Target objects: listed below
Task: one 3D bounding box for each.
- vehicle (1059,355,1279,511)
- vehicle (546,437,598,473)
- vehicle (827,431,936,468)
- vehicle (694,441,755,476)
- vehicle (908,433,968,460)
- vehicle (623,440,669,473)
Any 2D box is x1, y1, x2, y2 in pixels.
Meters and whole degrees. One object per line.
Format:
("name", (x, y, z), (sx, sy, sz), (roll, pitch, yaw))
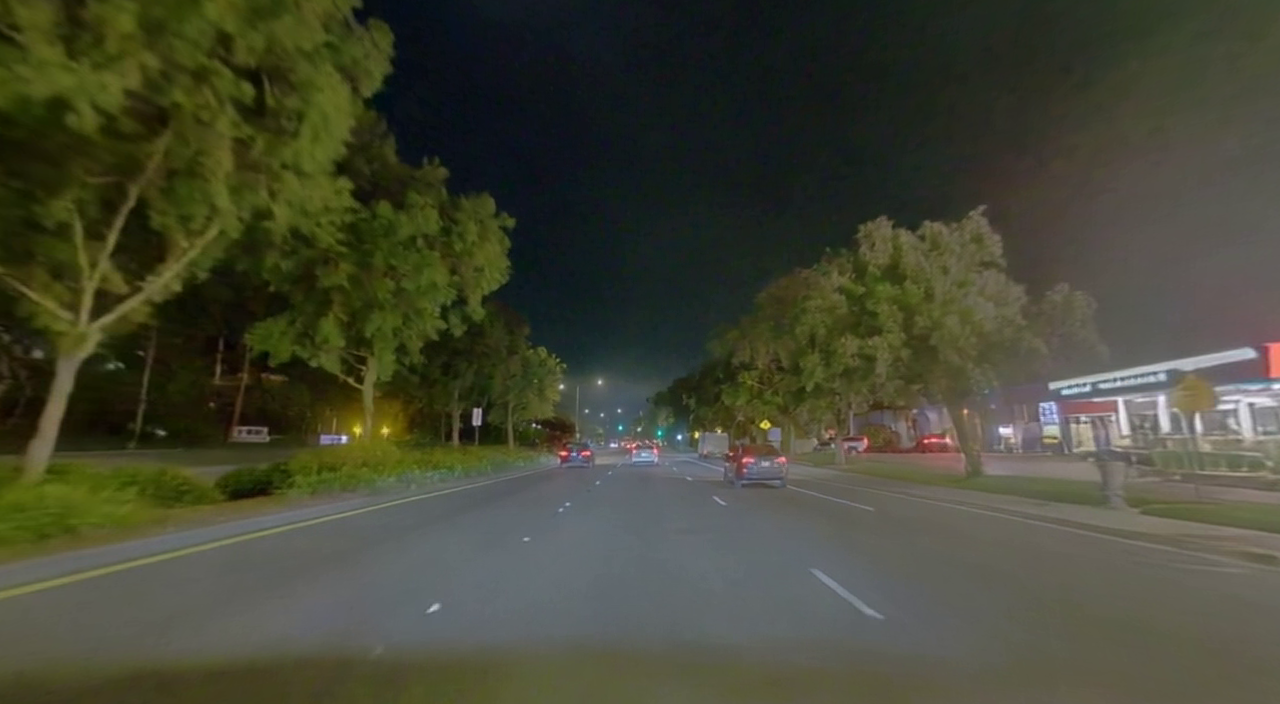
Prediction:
("vehicle", (14.613, 1.771, 13.858), (8.343, 3.028, 3.002), (-1, -10, 2))
("vehicle", (-3.216, 4.980, 30.608), (1.995, 1.607, 4.086), (0, -8, 1))
("vehicle", (13.422, 5.474, 35.264), (5.144, 1.834, 2.188), (-2, -9, 2))
("vehicle", (3.720, 4.771, 28.490), (2.012, 1.462, 4.400), (0, -8, -1))
("vehicle", (23.258, 7.399, 49.436), (2.145, 1.922, 5.397), (0, -8, 1))
("vehicle", (0.268, 4.970, 30.240), (2.059, 1.477, 4.216), (0, -8, 0))
